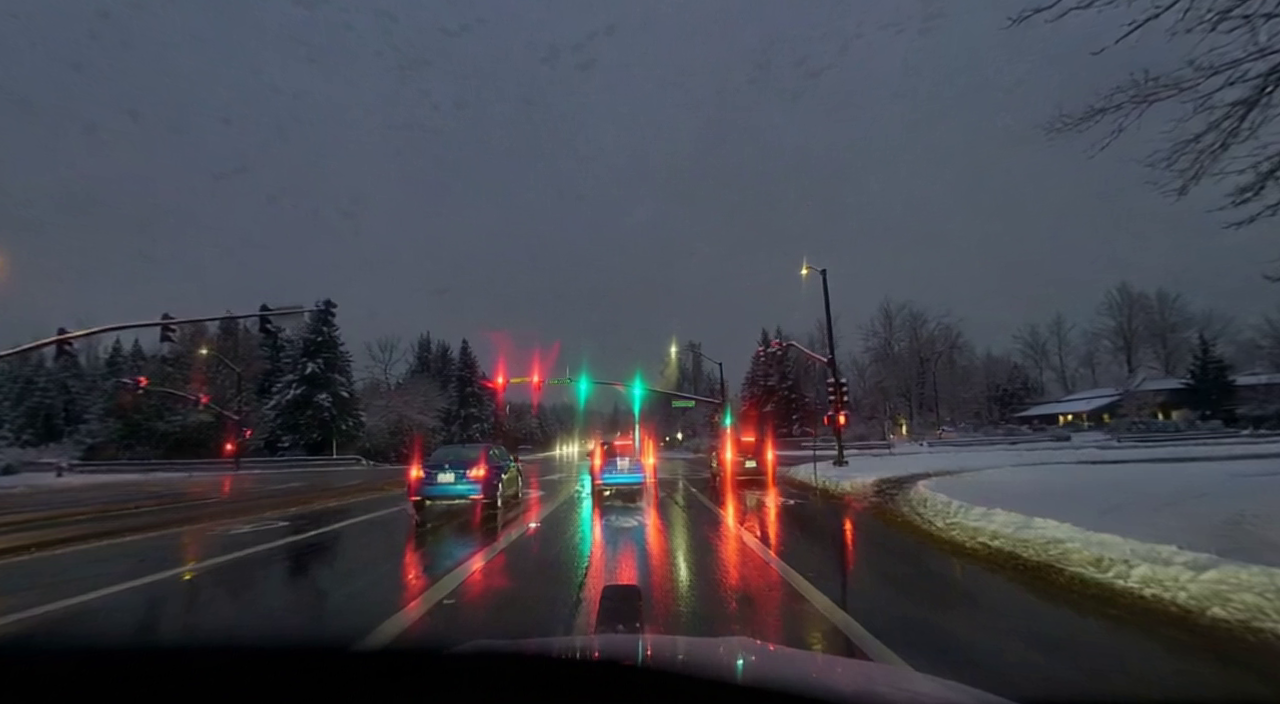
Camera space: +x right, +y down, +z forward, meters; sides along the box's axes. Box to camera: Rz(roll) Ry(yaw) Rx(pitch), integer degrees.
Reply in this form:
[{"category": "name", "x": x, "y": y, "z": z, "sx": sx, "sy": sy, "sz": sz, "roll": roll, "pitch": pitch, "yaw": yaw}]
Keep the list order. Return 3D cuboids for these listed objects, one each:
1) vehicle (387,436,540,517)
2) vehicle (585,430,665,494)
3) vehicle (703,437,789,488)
[{"category": "vehicle", "x": -3.608, "y": 2.626, "z": 13.907, "sx": 2.052, "sy": 1.472, "sz": 4.479, "roll": 0, "pitch": -8, "yaw": 0}, {"category": "vehicle", "x": -0.378, "y": 3.112, "z": 18.170, "sx": 2.038, "sy": 1.599, "sz": 3.844, "roll": 0, "pitch": -8, "yaw": 0}, {"category": "vehicle", "x": 3.269, "y": 3.511, "z": 20.439, "sx": 1.970, "sy": 1.449, "sz": 4.433, "roll": 0, "pitch": -8, "yaw": -1}]
